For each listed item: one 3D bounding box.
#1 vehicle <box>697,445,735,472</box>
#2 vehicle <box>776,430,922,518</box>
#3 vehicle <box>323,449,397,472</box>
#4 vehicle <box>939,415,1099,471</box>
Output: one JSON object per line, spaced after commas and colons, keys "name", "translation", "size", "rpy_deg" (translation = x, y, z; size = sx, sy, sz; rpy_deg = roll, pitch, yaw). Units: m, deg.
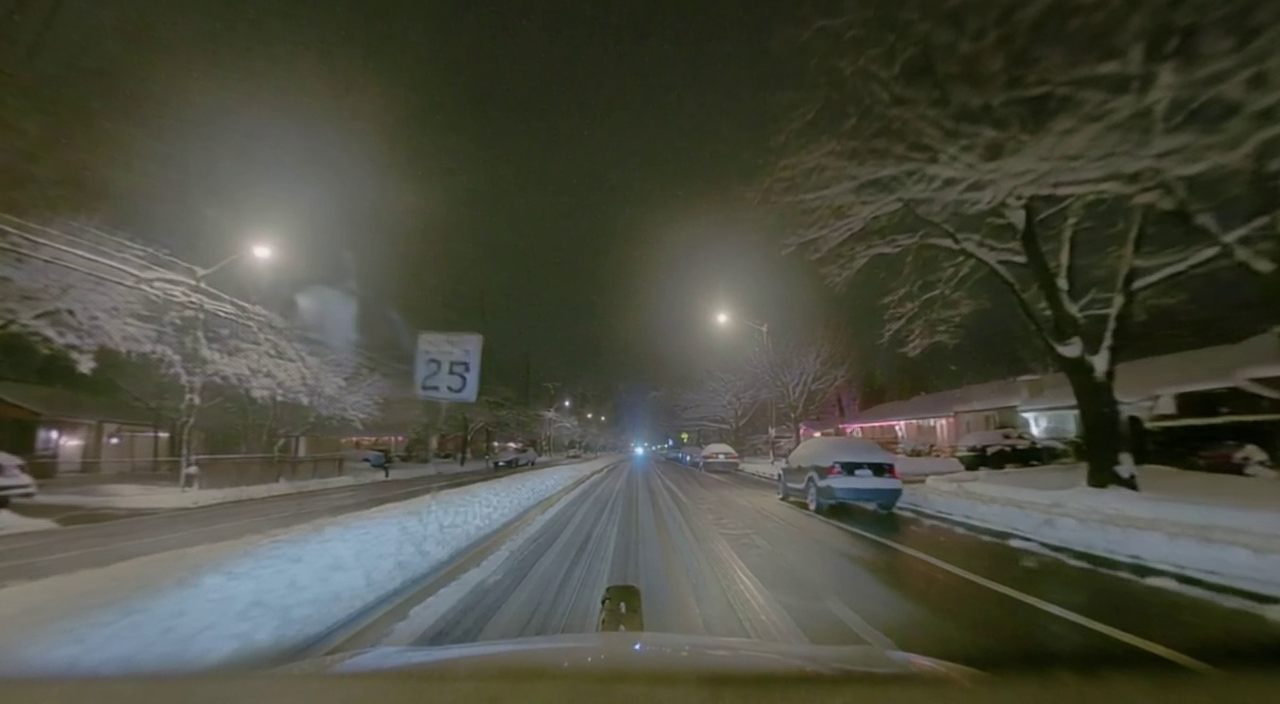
{"name": "vehicle", "translation": [4.810, 6.838, 40.402], "size": [1.934, 1.546, 5.009], "rpy_deg": [2, -10, 2]}
{"name": "vehicle", "translation": [5.029, 2.967, 15.956], "size": [2.082, 1.763, 4.718], "rpy_deg": [3, -8, 0]}
{"name": "vehicle", "translation": [-20.913, 8.133, 47.290], "size": [4.534, 1.536, 1.952], "rpy_deg": [2, -8, 0]}
{"name": "vehicle", "translation": [15.747, 3.836, 26.534], "size": [5.096, 1.931, 2.288], "rpy_deg": [-4, -9, 2]}
